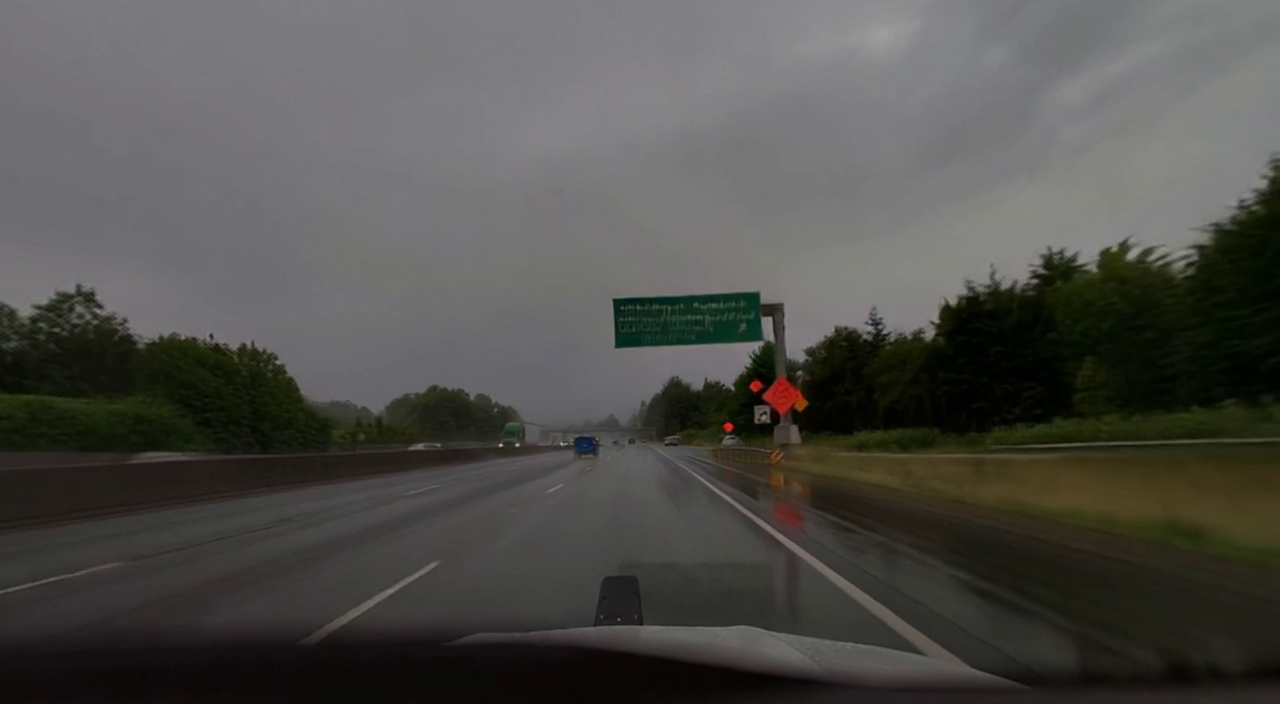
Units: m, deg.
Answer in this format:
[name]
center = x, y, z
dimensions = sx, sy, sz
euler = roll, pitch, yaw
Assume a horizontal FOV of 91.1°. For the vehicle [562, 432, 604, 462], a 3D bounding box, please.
[vehicle]
center = -3.296, 5.645, 37.278
dimensions = 2.125, 1.662, 4.336
euler = 0, -8, 0
